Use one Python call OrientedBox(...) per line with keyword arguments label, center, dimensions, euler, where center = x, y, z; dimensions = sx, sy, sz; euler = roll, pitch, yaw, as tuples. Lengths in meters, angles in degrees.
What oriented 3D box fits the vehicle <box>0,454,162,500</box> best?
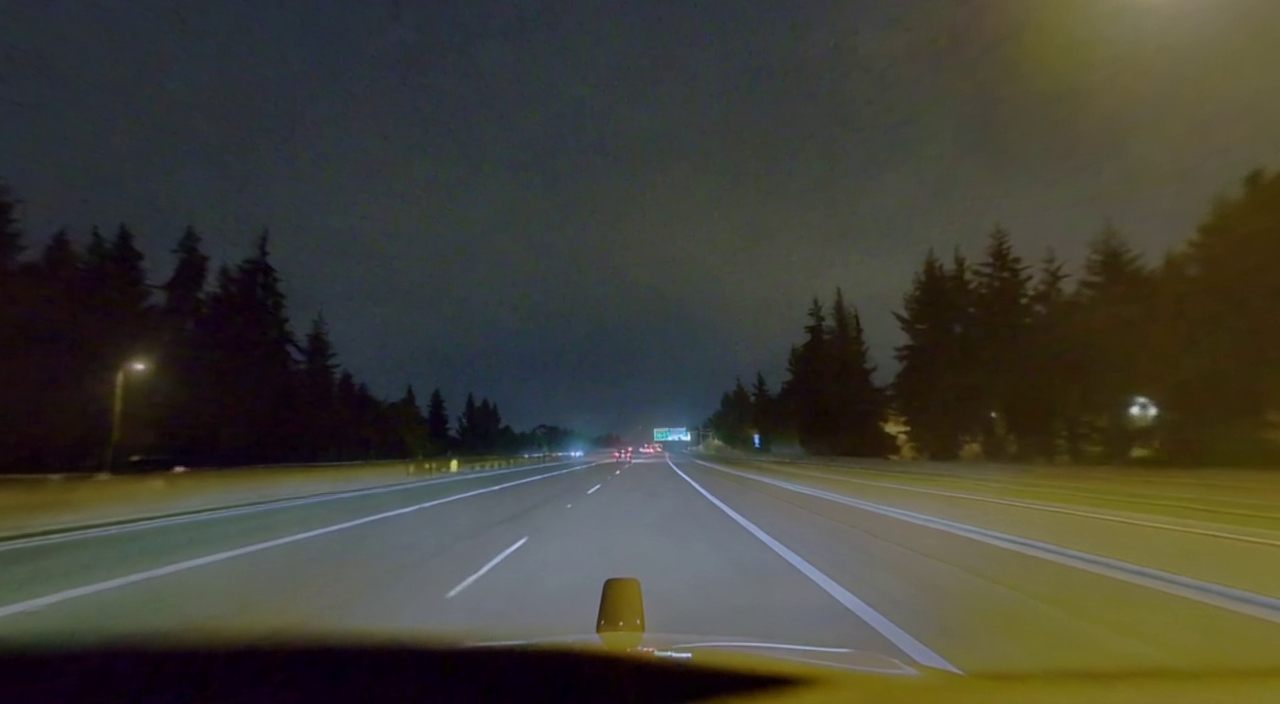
OrientedBox(label="vehicle", center=(-19.888, 4.409, 22.705), dimensions=(1.906, 1.471, 4.320), euler=(0, -9, 1))
